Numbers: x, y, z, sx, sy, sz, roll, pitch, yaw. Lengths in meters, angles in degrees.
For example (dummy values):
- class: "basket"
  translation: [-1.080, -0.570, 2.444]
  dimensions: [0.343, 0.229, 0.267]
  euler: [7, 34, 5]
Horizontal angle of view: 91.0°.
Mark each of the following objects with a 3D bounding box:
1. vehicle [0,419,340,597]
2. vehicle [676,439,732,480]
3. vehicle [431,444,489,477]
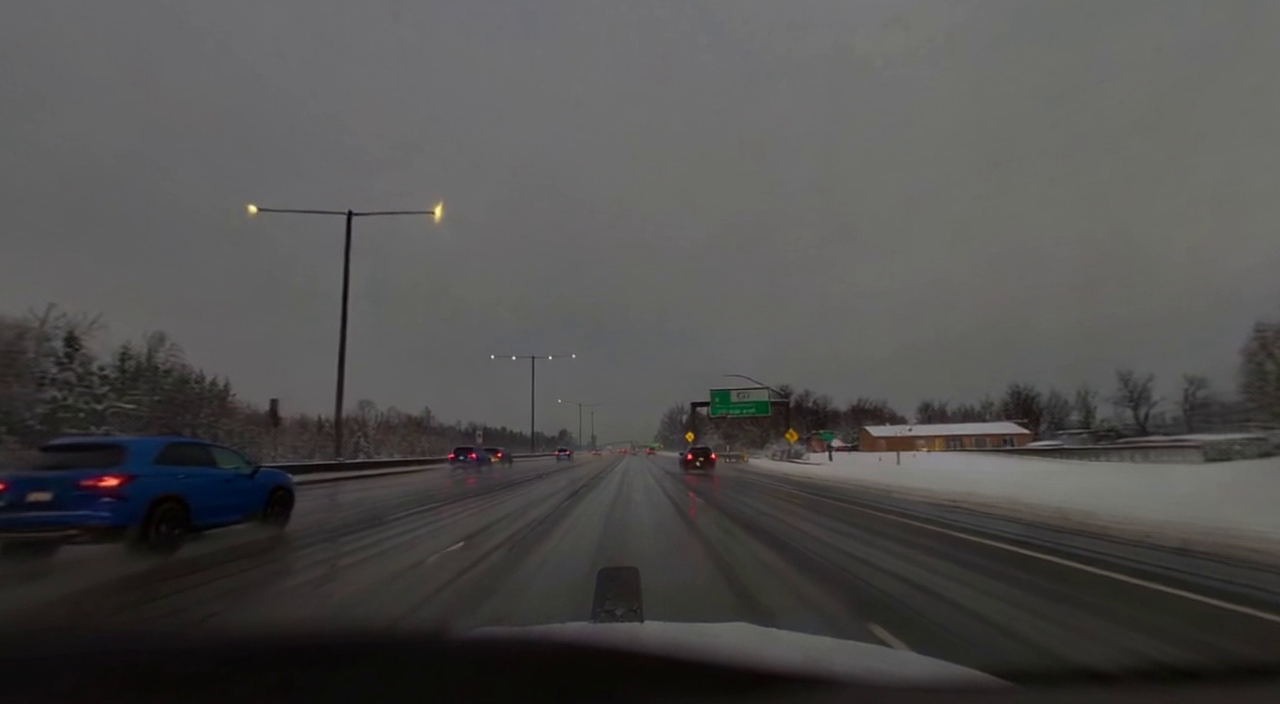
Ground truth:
- class: "vehicle"
  translation: [-6.974, 1.998, 9.180]
  dimensions: [2.524, 1.806, 5.325]
  euler: [0, -9, 1]
- class: "vehicle"
  translation: [3.164, 5.454, 32.162]
  dimensions: [2.184, 1.892, 4.763]
  euler: [0, -9, -2]
- class: "vehicle"
  translation: [-10.974, 6.608, 38.646]
  dimensions: [2.137, 1.873, 4.687]
  euler: [0, -9, 0]
